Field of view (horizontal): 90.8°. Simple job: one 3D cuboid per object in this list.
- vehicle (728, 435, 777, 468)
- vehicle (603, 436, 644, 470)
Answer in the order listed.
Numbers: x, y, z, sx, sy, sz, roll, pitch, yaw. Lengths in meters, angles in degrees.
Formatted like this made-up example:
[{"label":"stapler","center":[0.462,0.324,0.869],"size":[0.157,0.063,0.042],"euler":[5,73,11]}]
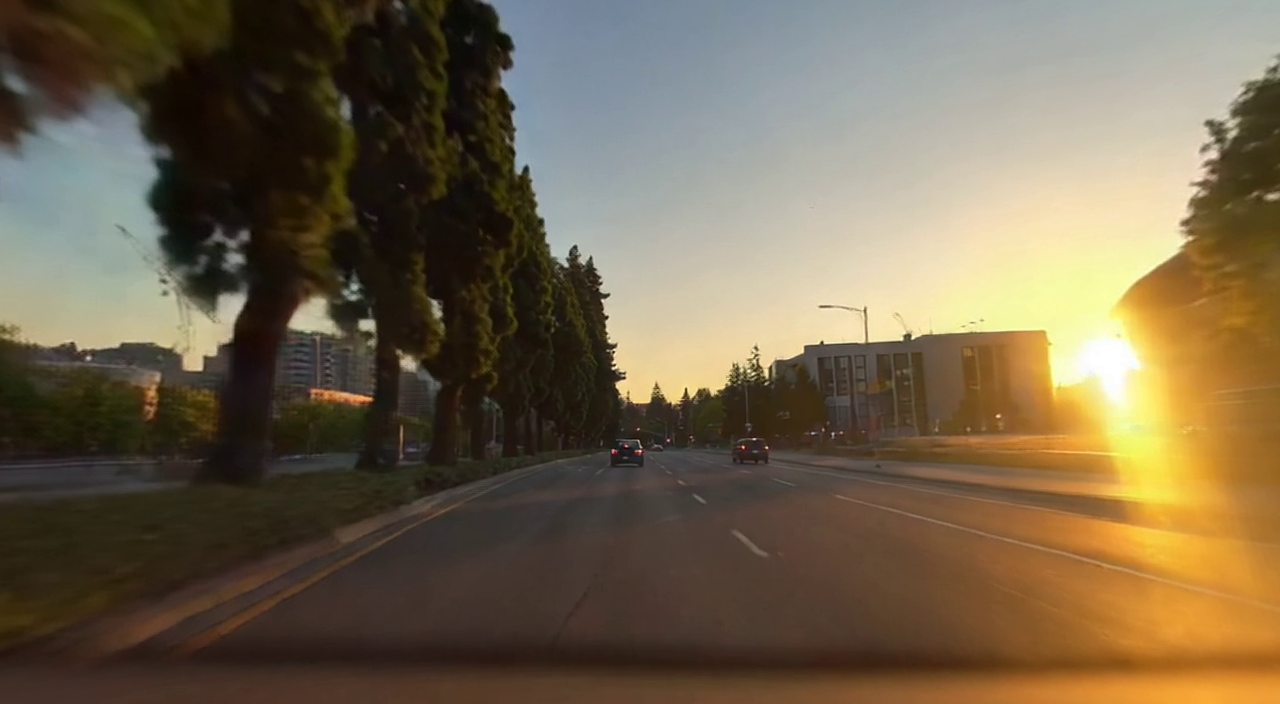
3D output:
[{"label":"vehicle","center":[6.631,5.920,37.790],"size":[2.026,1.804,4.565],"euler":[0,-9,-1]},{"label":"vehicle","center":[-0.904,5.821,36.494],"size":[2.193,1.794,4.457],"euler":[0,-8,0]}]
